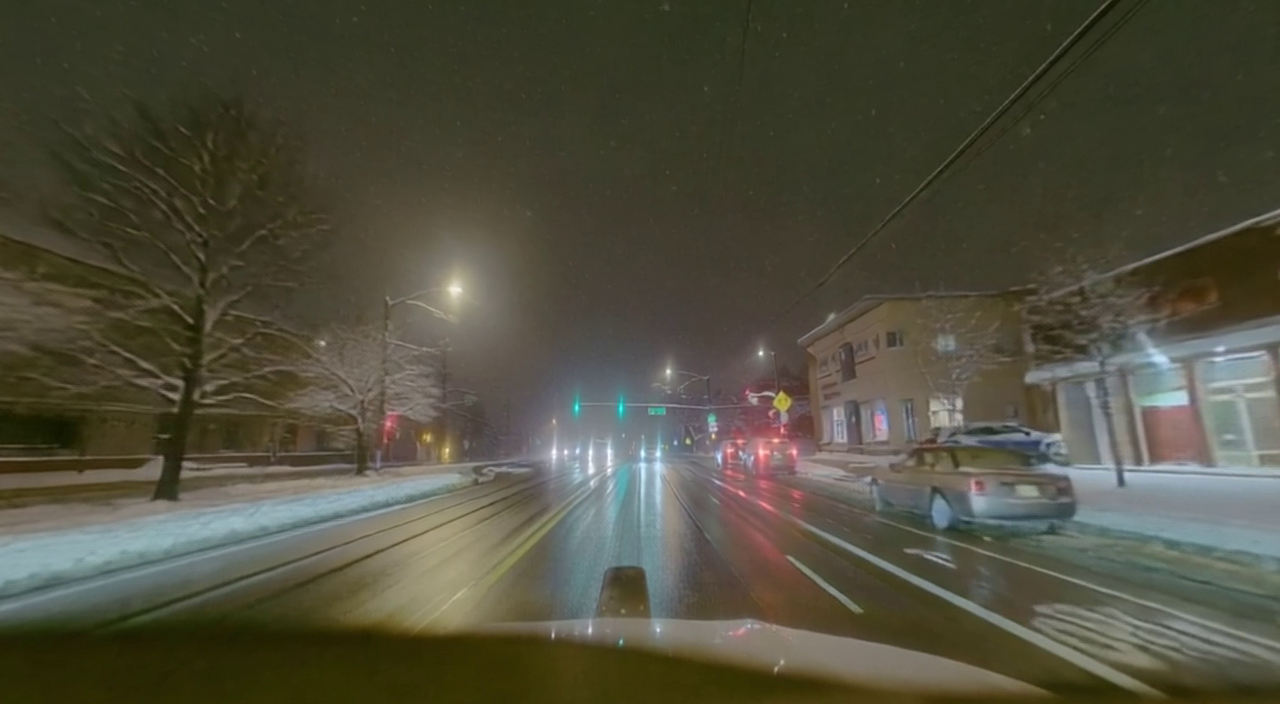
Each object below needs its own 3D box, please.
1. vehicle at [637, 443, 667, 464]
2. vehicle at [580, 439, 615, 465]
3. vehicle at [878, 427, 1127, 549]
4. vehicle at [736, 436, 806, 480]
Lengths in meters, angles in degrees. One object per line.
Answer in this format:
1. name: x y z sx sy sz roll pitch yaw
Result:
1. vehicle: 0.841 7.538 46.880 2.075 1.480 3.920 0 -8 -1
2. vehicle: -2.937 7.086 44.852 2.150 1.779 4.423 0 -8 1
3. vehicle: 5.824 2.167 10.831 1.955 1.679 3.890 0 -7 0
4. vehicle: 5.754 4.673 28.345 2.069 1.776 4.797 0 -8 0
